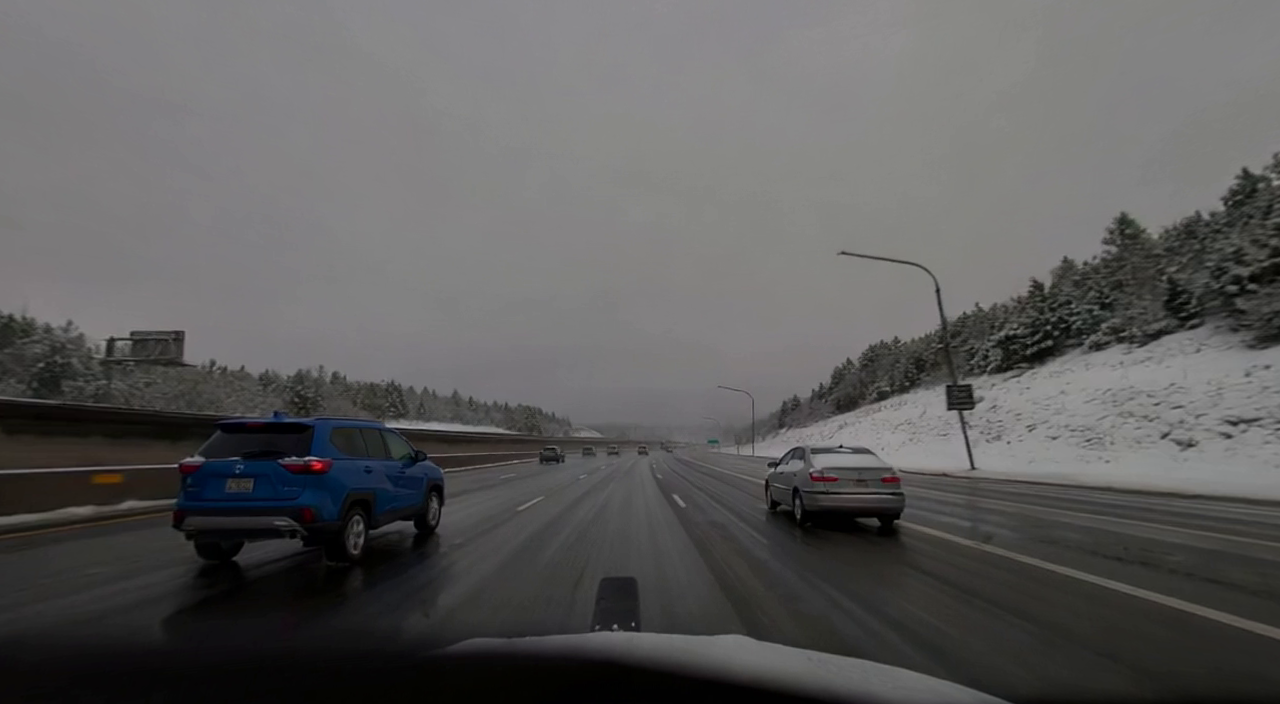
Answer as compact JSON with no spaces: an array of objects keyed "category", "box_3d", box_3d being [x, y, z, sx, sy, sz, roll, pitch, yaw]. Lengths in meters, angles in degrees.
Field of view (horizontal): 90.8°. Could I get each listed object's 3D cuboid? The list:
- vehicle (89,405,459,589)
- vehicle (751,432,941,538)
[{"category":"vehicle","box_3d":[-4.110,1.715,8.334,2.047,1.715,4.689,0,-9,0]},{"category":"vehicle","box_3d":[3.326,2.228,11.228,1.847,1.493,4.303,0,-9,-1]}]
